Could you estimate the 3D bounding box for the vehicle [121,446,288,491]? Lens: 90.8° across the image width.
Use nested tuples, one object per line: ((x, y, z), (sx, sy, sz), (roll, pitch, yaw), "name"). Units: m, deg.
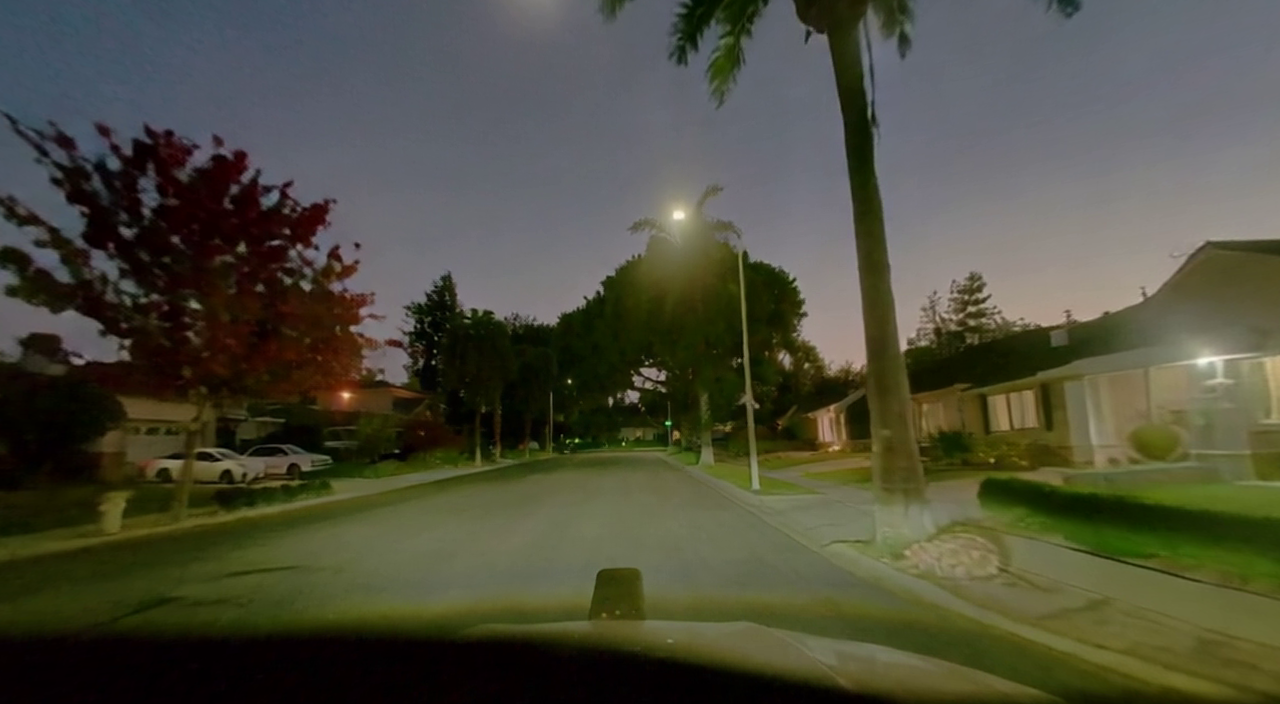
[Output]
((-15.385, 4.119, 22.572), (4.358, 1.516, 2.077), (0, -9, -3), "vehicle")
